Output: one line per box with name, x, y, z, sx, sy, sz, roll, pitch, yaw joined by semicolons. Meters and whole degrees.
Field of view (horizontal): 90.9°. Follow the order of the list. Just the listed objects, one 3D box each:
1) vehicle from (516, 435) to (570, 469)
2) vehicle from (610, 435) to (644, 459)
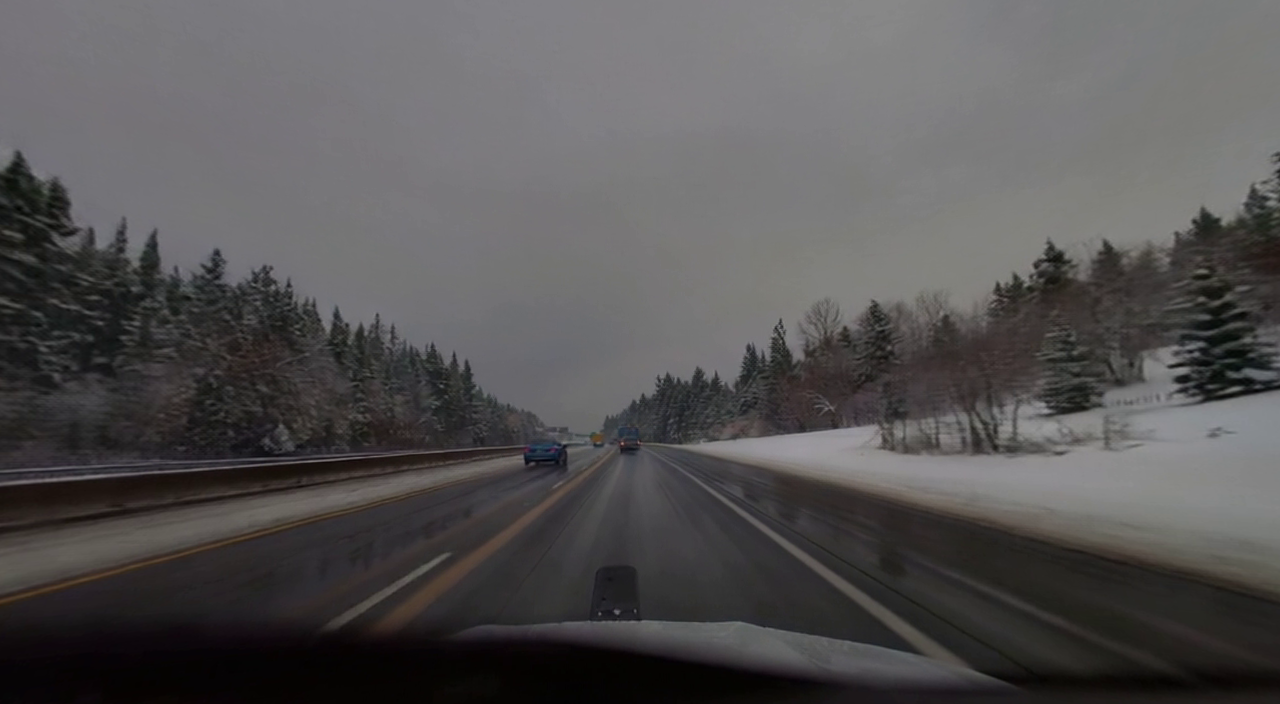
vehicle;-4.362;4.534;28.863;1.907;1.445;4.049;0;-8;-1
vehicle;-0.837;6.321;42.065;2.162;1.460;4.242;0;-8;0
